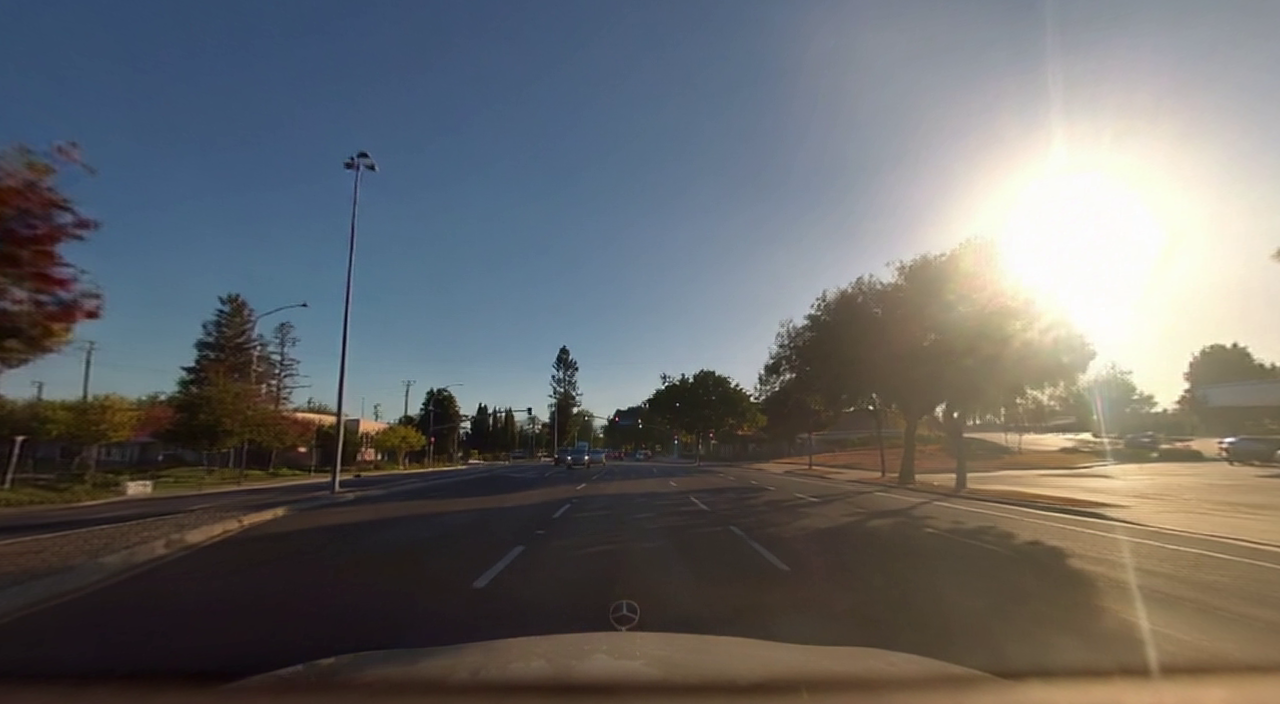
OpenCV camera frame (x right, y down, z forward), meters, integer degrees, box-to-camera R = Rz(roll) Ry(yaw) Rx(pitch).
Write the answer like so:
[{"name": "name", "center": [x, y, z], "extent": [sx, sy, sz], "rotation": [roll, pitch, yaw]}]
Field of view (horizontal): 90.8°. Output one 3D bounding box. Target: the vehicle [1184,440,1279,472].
[{"name": "vehicle", "center": [31.087, 5.443, 33.056], "extent": [1.591, 1.491, 4.005], "rotation": [-2, -10, 1]}]
